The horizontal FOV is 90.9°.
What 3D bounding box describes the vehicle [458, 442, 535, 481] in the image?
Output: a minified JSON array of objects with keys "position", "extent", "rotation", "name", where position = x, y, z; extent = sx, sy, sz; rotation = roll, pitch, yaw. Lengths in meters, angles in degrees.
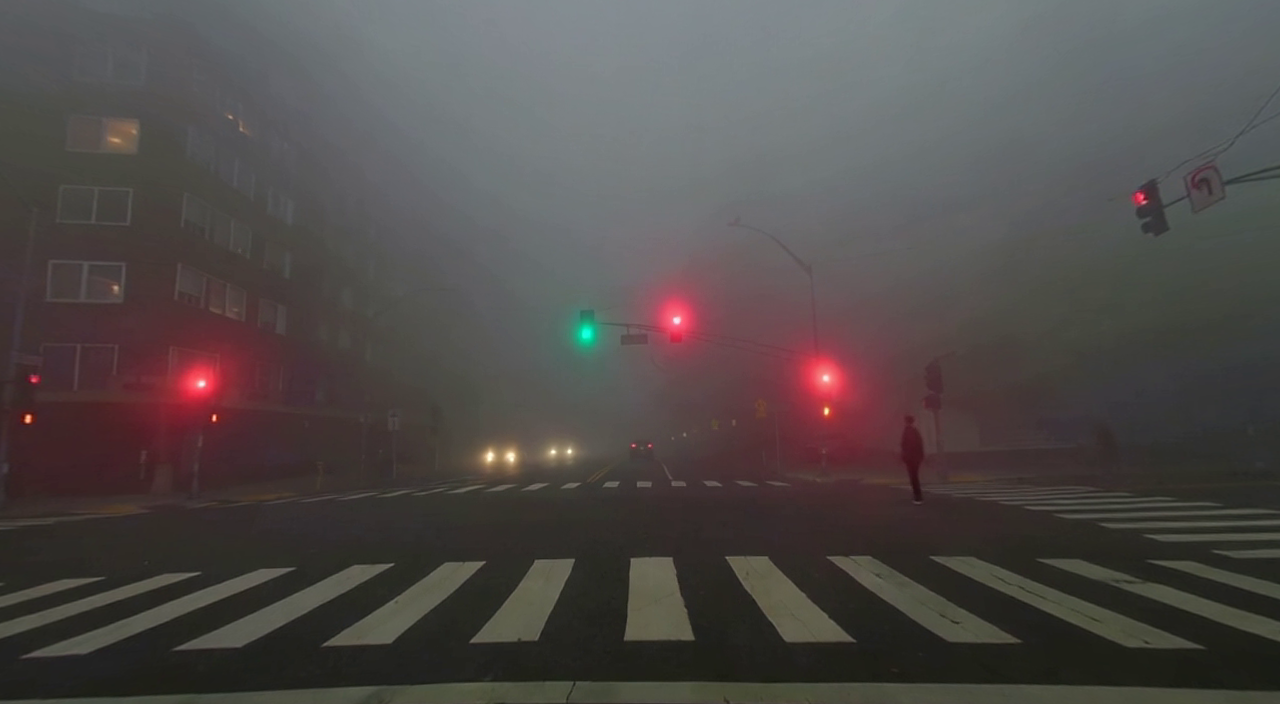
[{"position":[-5.883,4.547,26.486],"extent":[2.127,1.473,4.428],"rotation":[0,-8,1],"name":"vehicle"}]
